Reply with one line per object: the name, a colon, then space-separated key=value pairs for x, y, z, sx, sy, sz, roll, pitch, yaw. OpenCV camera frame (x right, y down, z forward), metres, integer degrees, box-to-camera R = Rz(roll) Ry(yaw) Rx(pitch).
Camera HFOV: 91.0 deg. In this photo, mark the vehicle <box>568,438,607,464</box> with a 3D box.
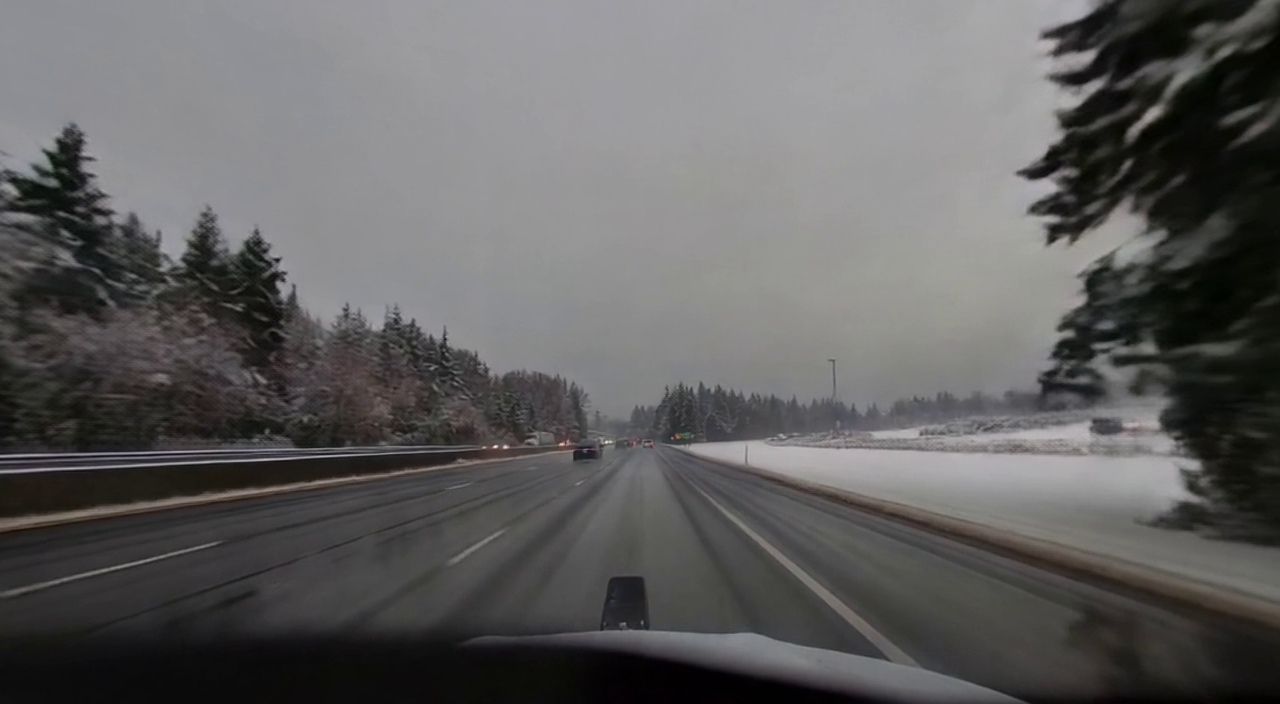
vehicle: x=-3.447 y=6.566 z=41.844 sx=2.123 sy=1.643 sz=4.479 roll=0 pitch=-8 yaw=1
